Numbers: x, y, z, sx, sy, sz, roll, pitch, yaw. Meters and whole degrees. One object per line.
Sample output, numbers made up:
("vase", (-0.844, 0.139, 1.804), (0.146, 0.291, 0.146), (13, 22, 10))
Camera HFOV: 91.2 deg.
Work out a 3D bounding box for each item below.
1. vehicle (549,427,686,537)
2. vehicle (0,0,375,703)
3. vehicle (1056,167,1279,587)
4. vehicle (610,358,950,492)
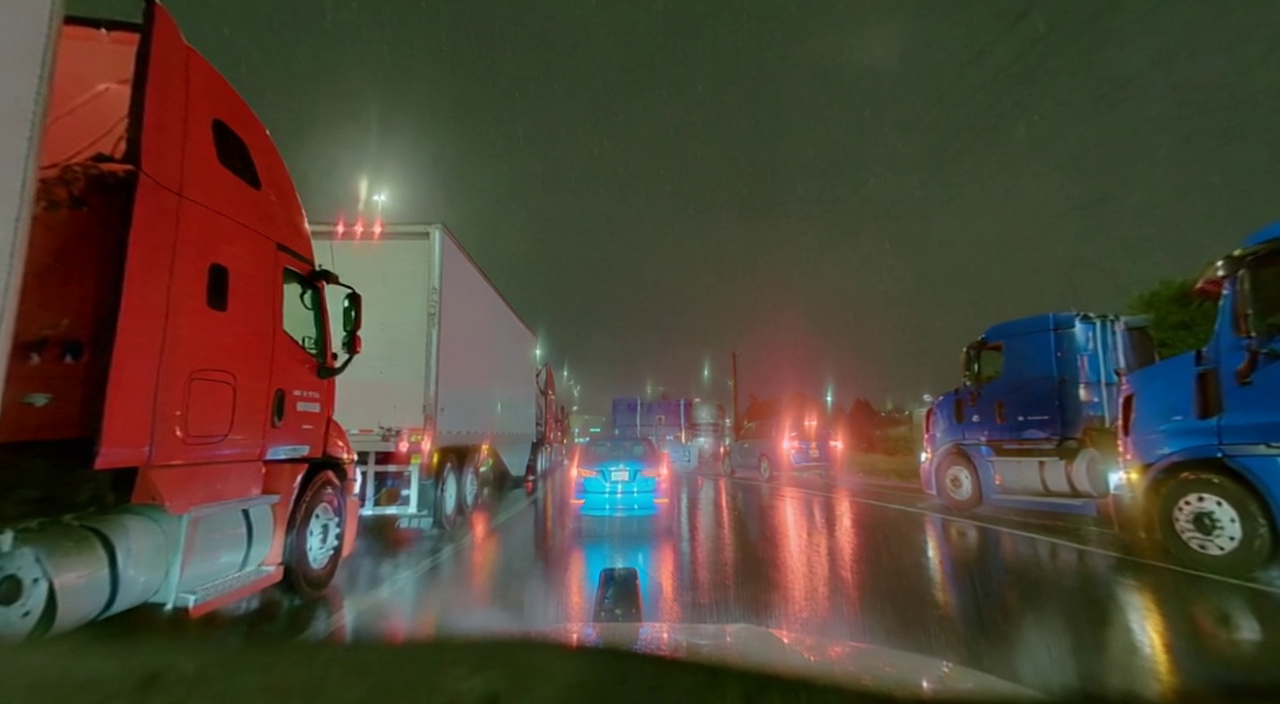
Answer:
("vehicle", (-0.388, 2.346, 11.842), (2.140, 1.682, 3.971), (0, -9, -1))
("vehicle", (-3.951, -0.092, 1.318), (2.986, 3.391, 9.523), (0, -9, -3))
("vehicle", (11.170, -0.219, 3.957), (13.564, 4.152, 3.110), (-9, -12, 42))
("vehicle", (4.478, 3.168, 25.727), (2.877, 4.124, 14.516), (4, -9, -41))
